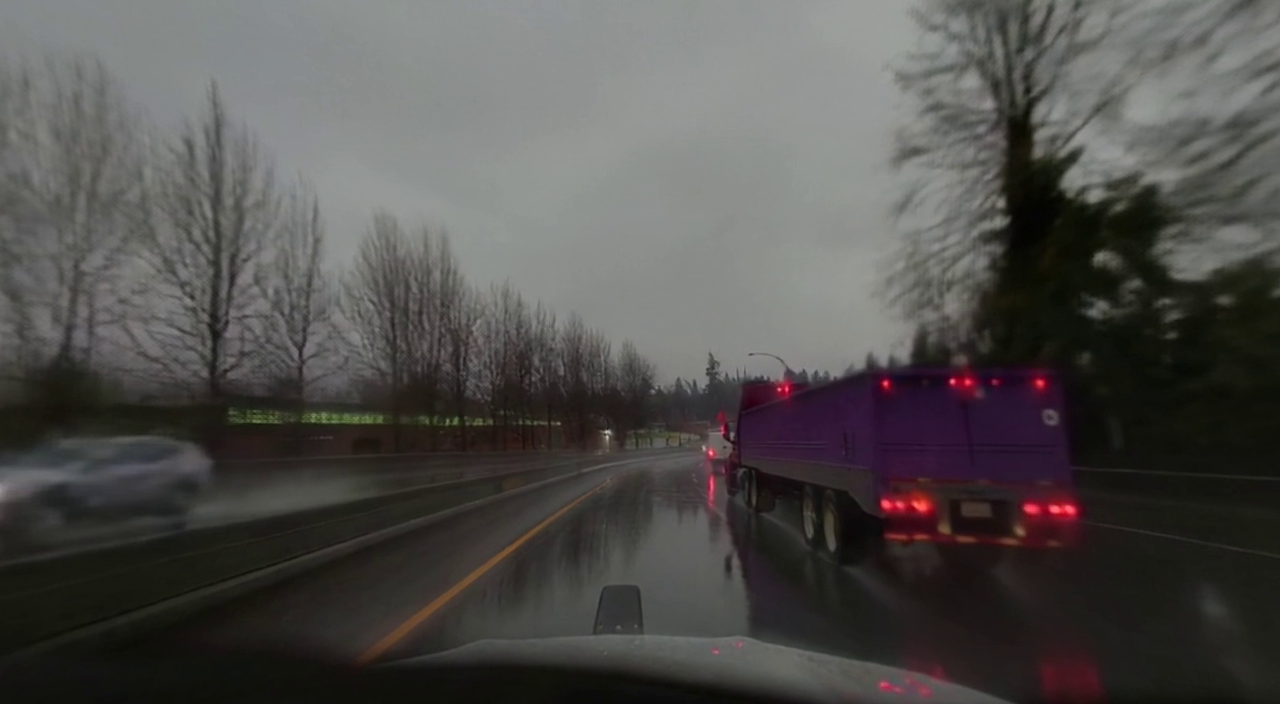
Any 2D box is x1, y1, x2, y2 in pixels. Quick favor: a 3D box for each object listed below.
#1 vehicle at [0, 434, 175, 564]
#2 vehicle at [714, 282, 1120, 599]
[{"bbox_3d":[-8.638,1.821,7.876,1.962,1.539,4.572,-1,-9,2],"label":"vehicle"},{"bbox_3d":[3.914,2.038,14.301,2.916,3.563,14.462,0,-9,1],"label":"vehicle"}]
